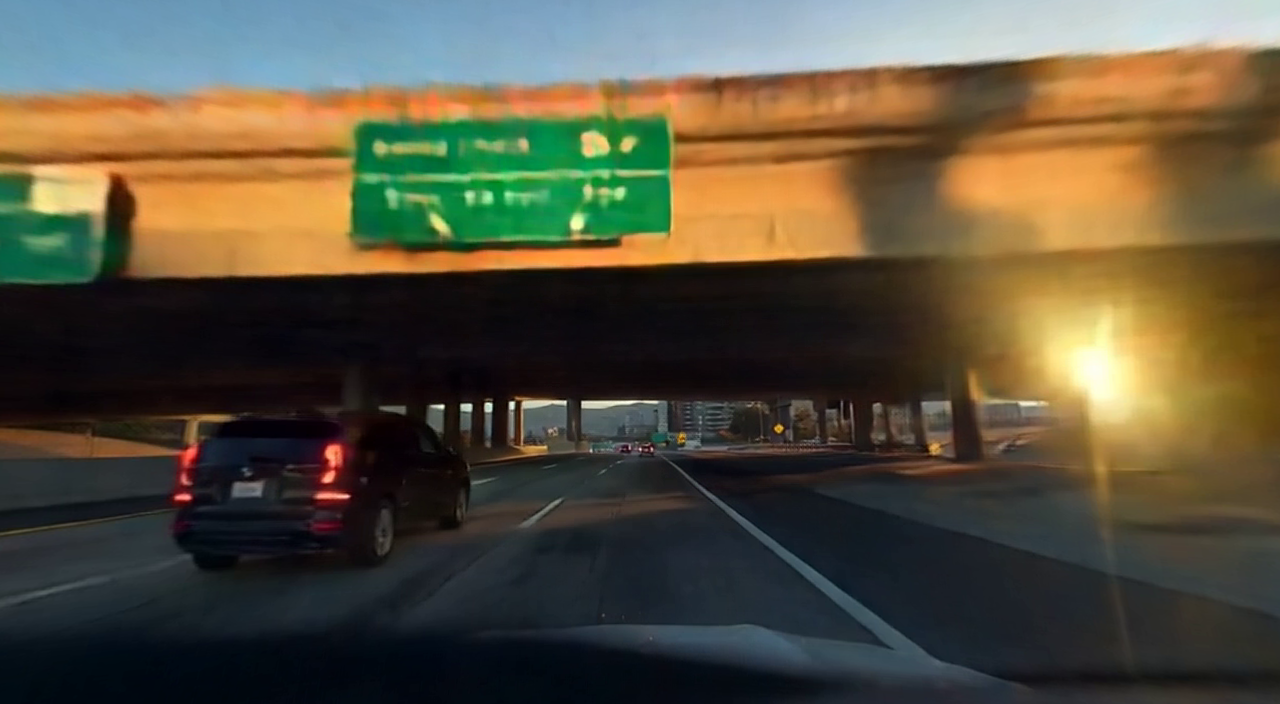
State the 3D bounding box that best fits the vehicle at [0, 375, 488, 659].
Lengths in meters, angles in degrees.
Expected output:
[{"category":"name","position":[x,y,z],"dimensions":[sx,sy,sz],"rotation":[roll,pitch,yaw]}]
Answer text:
[{"category":"vehicle","position":[-3.229,1.346,6.238],"dimensions":[2.203,1.734,4.600],"rotation":[0,-9,1]}]
